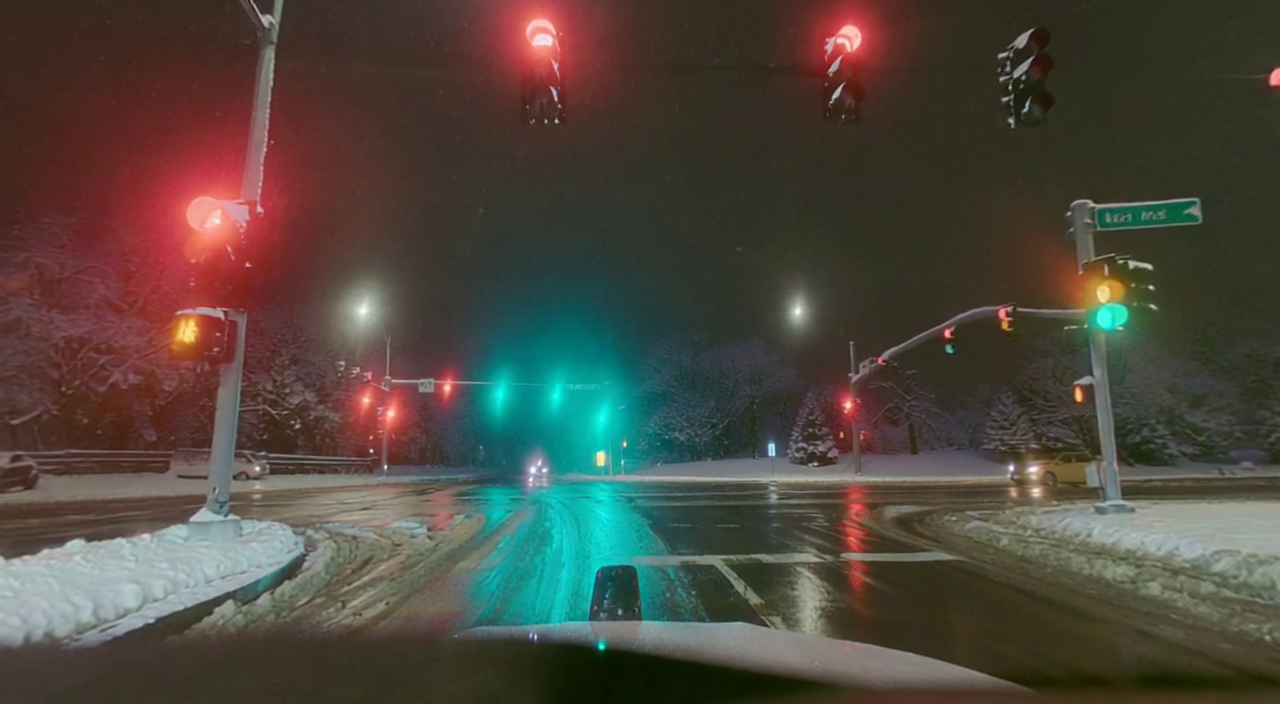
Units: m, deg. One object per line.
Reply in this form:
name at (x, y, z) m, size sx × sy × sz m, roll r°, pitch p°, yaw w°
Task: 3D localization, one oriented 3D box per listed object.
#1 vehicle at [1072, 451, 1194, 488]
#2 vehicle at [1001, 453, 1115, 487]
vehicle at (22.694, 5.437, 29.083) m, size 3.998 × 1.590 × 1.936 m, roll 1°, pitch -12°, yaw -6°
vehicle at (21.493, 6.101, 32.507) m, size 4.455 × 1.647 × 2.124 m, roll 1°, pitch -11°, yaw -7°
